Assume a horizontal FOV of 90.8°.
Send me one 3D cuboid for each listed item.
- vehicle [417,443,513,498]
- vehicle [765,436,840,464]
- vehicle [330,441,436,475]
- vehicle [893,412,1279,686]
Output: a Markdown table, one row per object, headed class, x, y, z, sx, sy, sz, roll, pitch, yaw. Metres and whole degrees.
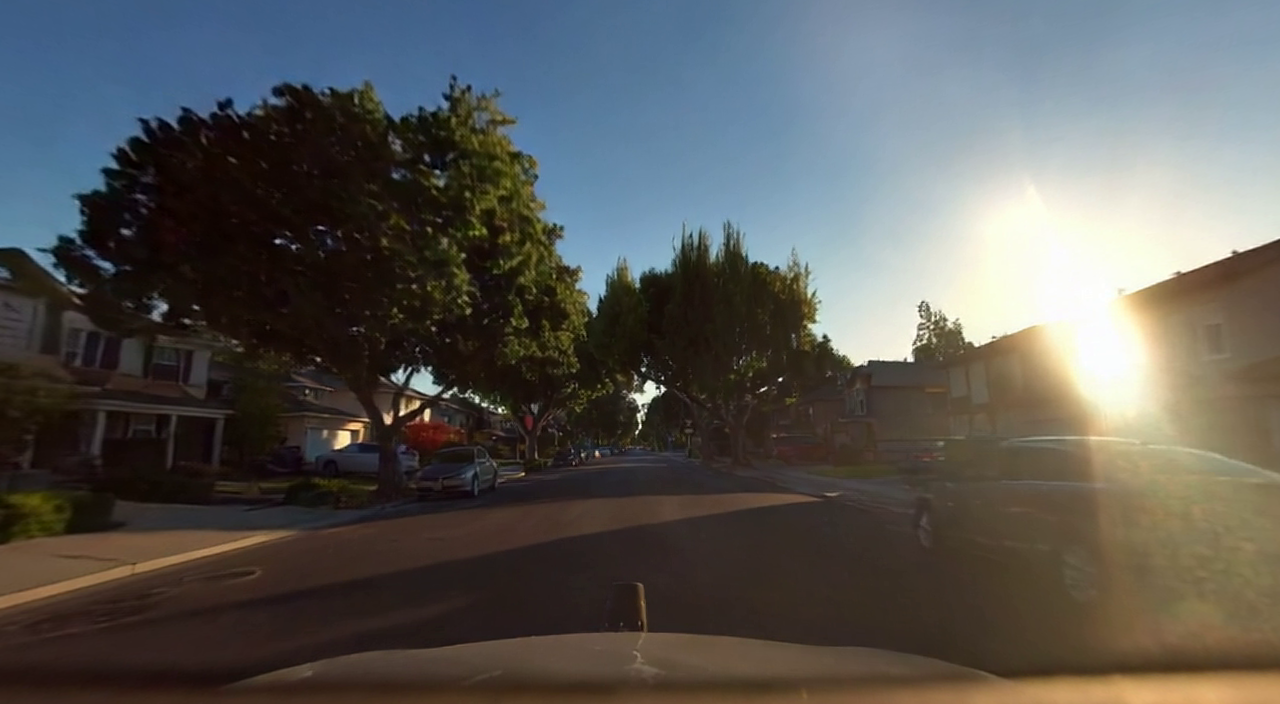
| class | x | y | z | sx | sy | sz | roll | pitch | yaw |
| --- | --- | --- | --- | --- | --- | --- | --- | --- | --- |
| vehicle | -5.684 | 3.879 | 21.112 | 1.944 | 1.621 | 4.187 | -1 | -9 | 1 |
| vehicle | 11.312 | 6.841 | 44.090 | 4.626 | 1.880 | 1.980 | 1 | -9 | -9 |
| vehicle | -12.170 | 5.021 | 30.103 | 4.135 | 1.567 | 1.944 | 0 | -9 | 2 |
| vehicle | 4.280 | 1.481 | 5.947 | 1.996 | 1.585 | 4.371 | 0 | -9 | 0 |
